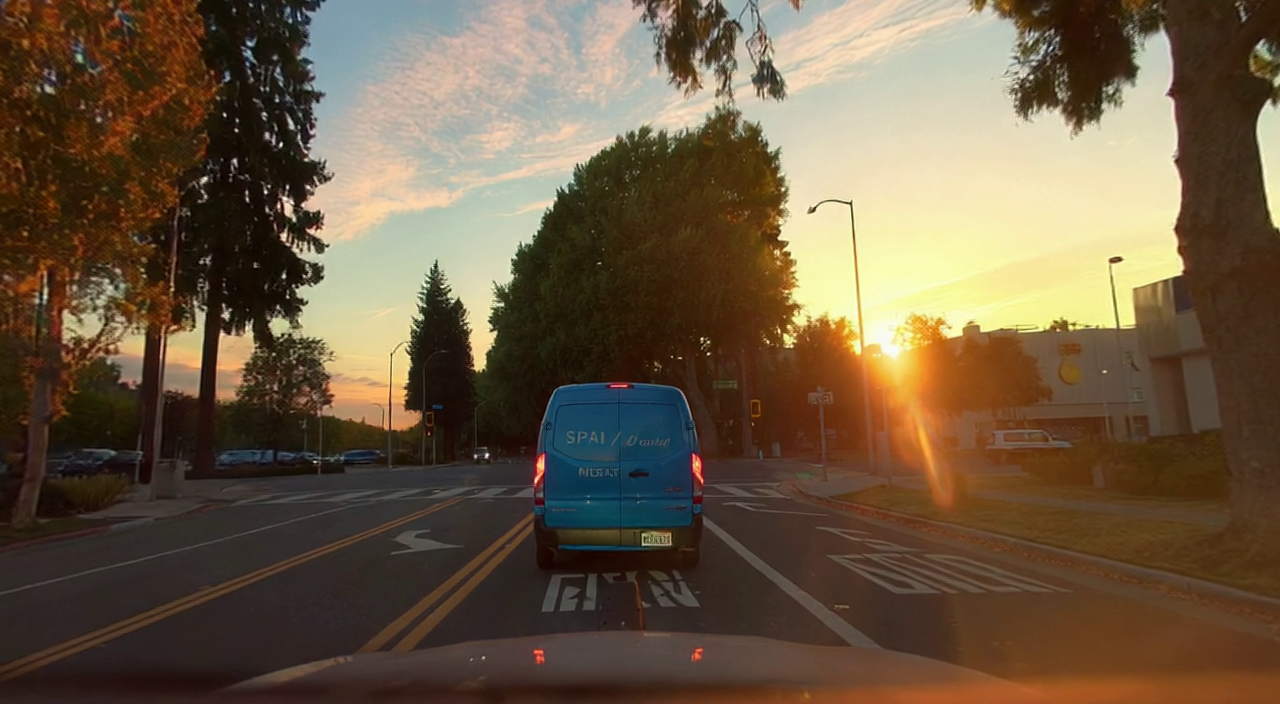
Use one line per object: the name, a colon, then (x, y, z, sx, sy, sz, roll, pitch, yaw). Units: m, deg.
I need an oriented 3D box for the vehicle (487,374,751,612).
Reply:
vehicle: (-0.296, 1.466, 7.290, 2.181, 1.949, 3.932, 1, -9, -4)
